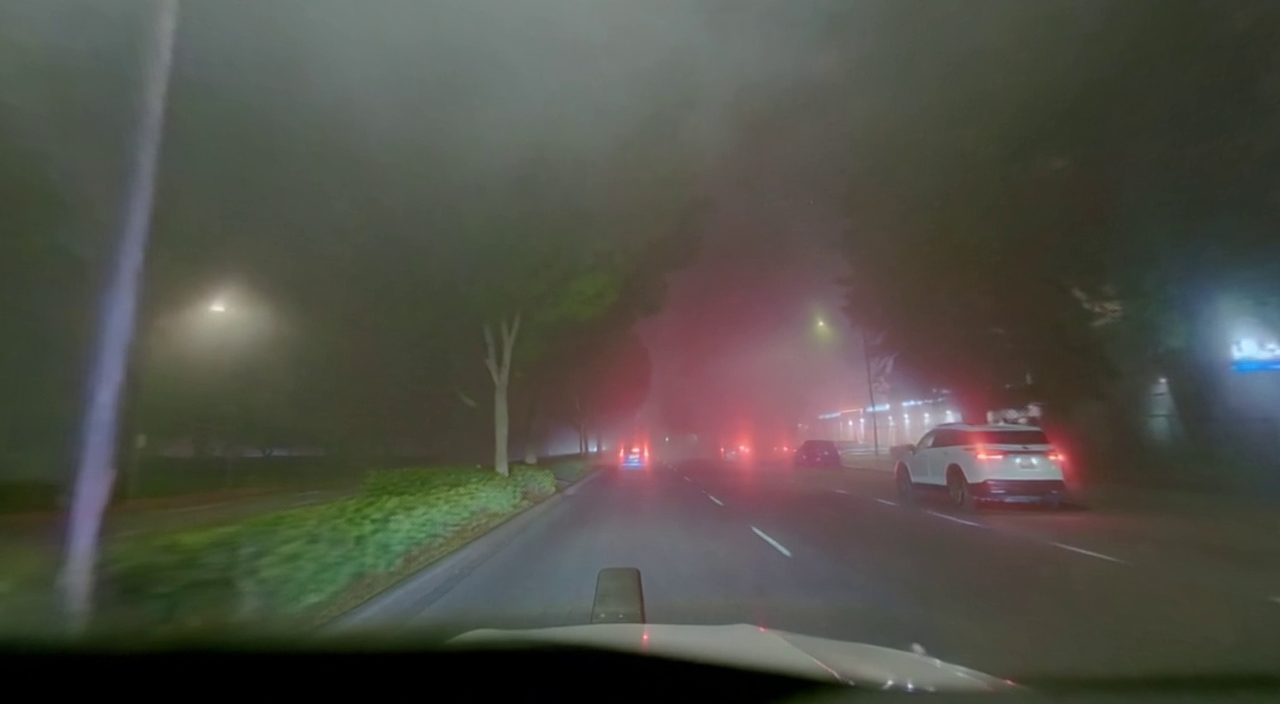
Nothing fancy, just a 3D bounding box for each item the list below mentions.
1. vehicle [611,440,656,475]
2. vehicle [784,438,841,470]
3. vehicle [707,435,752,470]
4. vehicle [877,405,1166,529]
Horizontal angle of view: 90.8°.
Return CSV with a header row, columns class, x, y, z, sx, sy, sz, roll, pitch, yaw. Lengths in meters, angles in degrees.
class,x,y,z,sx,sy,sz,roll,pitch,yaw
vehicle,-0.290,5.053,30.505,2.037,1.568,3.693,0,-8,0
vehicle,10.278,6.115,38.035,1.988,1.783,5.324,0,-8,1
vehicle,5.045,5.731,36.172,1.955,1.845,4.538,0,-8,1
vehicle,7.066,2.211,12.804,2.240,1.923,5.678,0,-8,-1
